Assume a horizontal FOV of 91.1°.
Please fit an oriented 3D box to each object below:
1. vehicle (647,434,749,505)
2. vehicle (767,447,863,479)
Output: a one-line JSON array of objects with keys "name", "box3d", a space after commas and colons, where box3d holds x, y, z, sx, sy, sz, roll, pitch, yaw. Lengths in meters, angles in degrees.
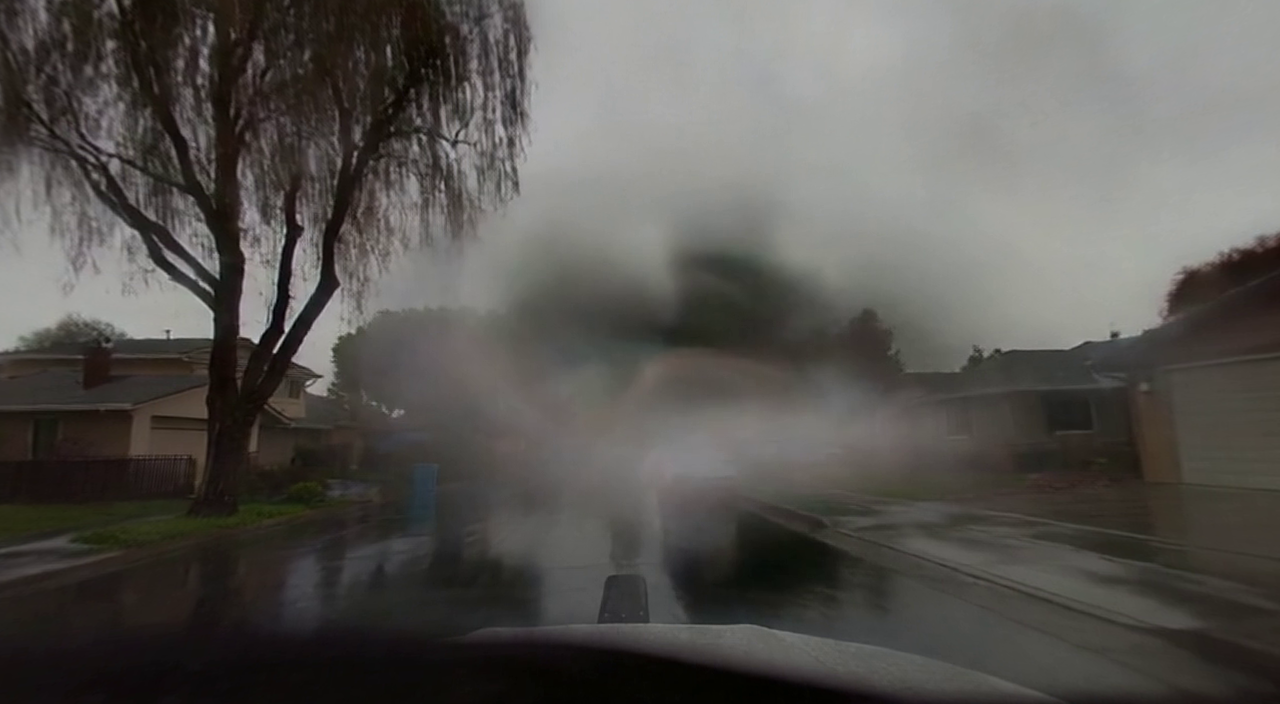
[{"name": "vehicle", "box3d": [1.485, 3.286, 18.060, 2.163, 1.760, 4.591, 1, -8, -4]}, {"name": "vehicle", "box3d": [8.710, 5.563, 31.594, 4.457, 1.510, 1.762, -2, -9, 11]}]
